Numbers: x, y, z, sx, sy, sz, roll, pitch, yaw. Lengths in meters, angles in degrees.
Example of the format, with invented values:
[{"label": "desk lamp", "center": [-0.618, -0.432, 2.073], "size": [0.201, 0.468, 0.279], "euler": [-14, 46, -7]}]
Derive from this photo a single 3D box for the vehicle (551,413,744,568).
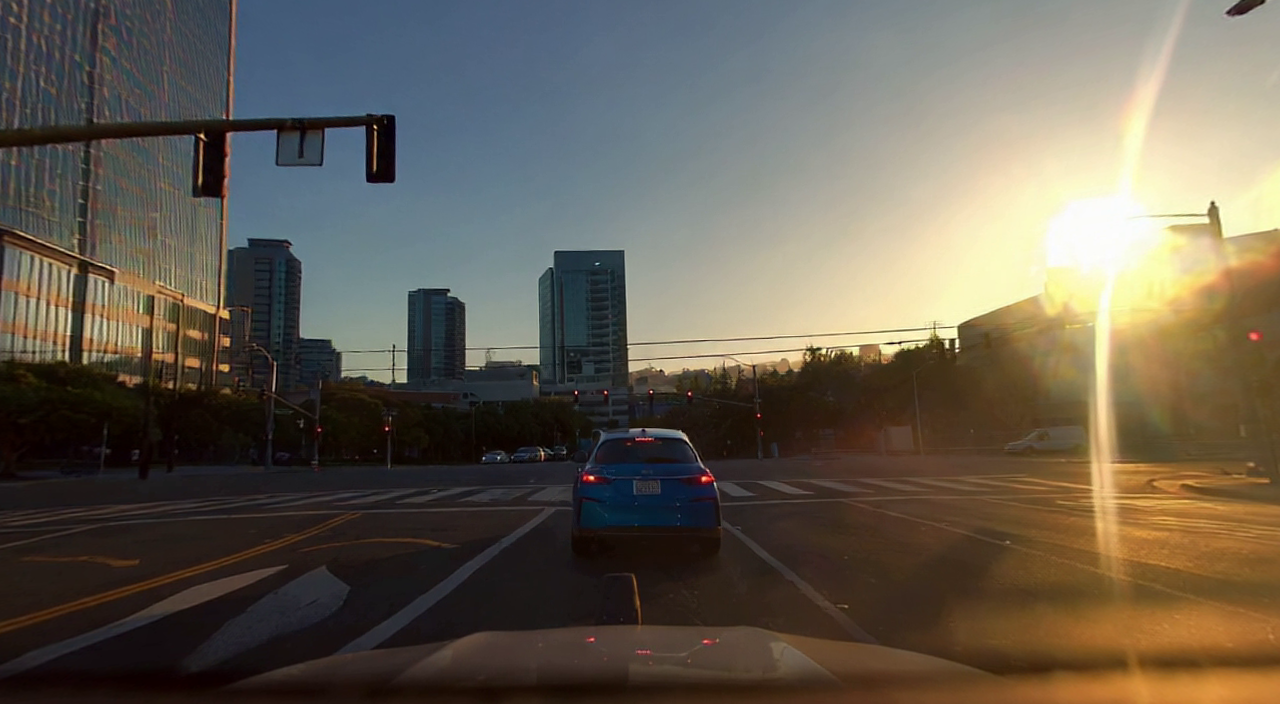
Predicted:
[{"label": "vehicle", "center": [0.045, 1.755, 8.708], "size": [2.027, 1.626, 3.942], "euler": [0, -8, -1]}]
